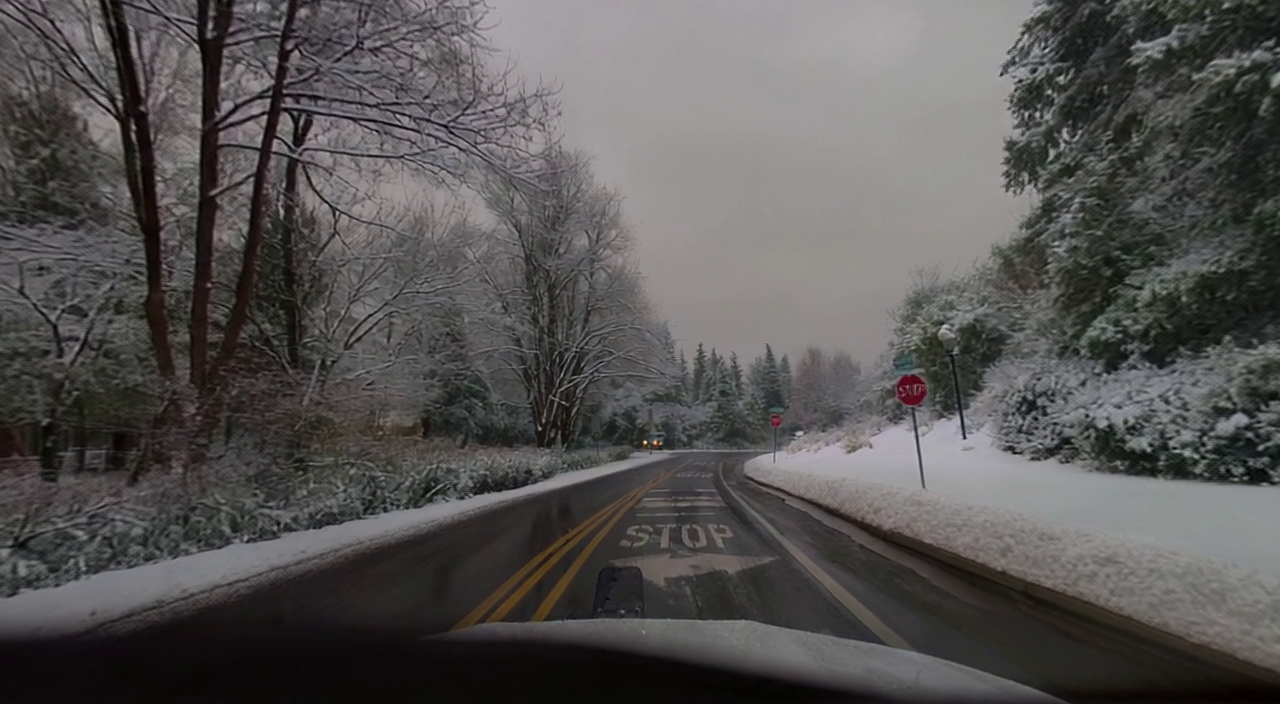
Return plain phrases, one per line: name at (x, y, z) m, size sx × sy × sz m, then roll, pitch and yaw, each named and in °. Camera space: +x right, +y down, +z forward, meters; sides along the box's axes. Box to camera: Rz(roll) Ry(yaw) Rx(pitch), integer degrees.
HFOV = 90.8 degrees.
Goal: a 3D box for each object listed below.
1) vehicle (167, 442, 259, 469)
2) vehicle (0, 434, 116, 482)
vehicle at (-25.251, 6.136, 37.459) m, size 4.007 × 1.459 × 1.952 m, roll -2°, pitch -9°, yaw 0°
vehicle at (-28.384, 5.089, 30.420) m, size 4.733 × 1.892 × 1.939 m, roll -4°, pitch -4°, yaw 2°
